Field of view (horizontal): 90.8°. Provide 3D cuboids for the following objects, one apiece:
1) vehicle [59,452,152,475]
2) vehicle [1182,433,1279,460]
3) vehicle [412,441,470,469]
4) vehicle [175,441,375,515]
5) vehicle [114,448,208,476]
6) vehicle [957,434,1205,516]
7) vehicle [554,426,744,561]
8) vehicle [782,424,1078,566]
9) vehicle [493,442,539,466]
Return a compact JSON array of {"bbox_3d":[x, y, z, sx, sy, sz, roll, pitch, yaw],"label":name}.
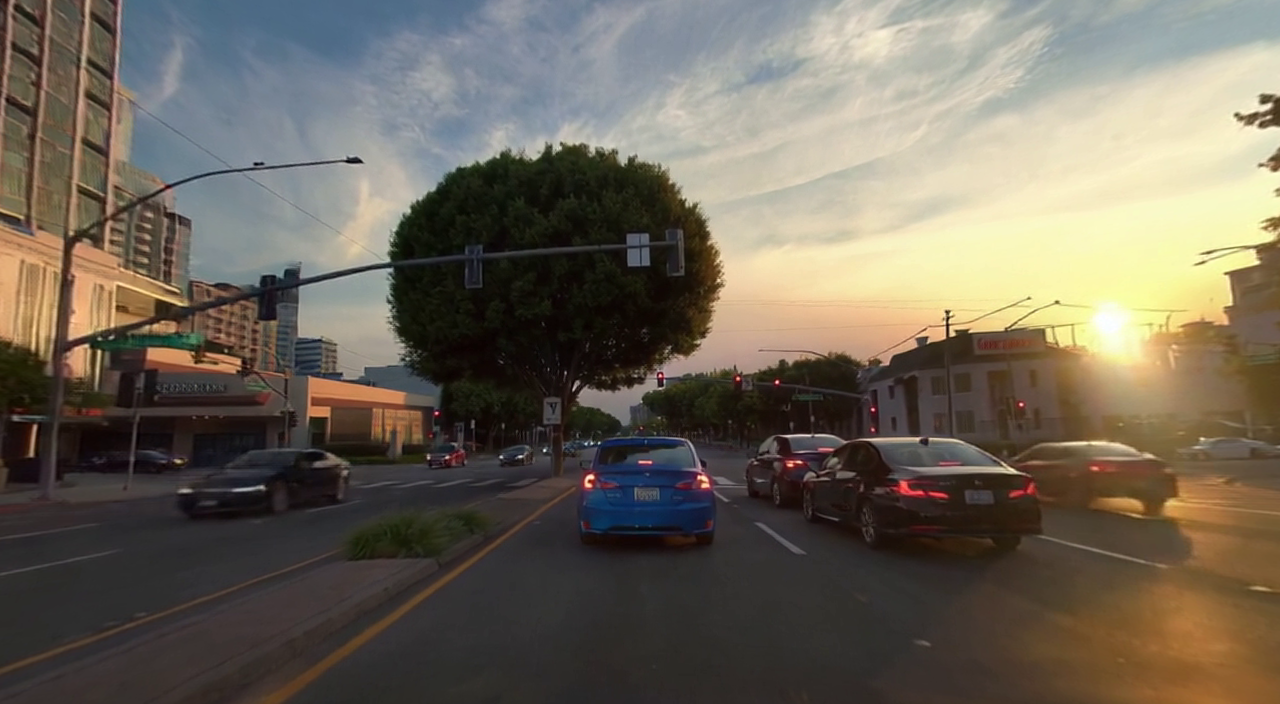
[{"bbox_3d":[-36.390,7.592,43.138,4.423,1.470,1.877,1,-9,-7],"label":"vehicle"},{"bbox_3d":[35.175,5.596,37.472,4.190,1.535,1.998,0,-9,-1],"label":"vehicle"},{"bbox_3d":[-12.594,6.555,40.324,2.166,1.659,4.654,0,-9,1],"label":"vehicle"},{"bbox_3d":[-8.470,2.942,15.307,2.004,1.476,4.671,0,-9,1],"label":"vehicle"},{"bbox_3d":[-26.705,6.138,35.311,3.657,1.528,1.783,1,-9,-4],"label":"vehicle"},{"bbox_3d":[9.214,2.585,13.816,2.086,1.483,4.408,0,-9,-3],"label":"vehicle"},{"bbox_3d":[0.074,1.870,9.026,2.087,1.468,4.014,0,-9,-1],"label":"vehicle"},{"bbox_3d":[3.595,1.869,9.028,2.018,1.491,4.544,0,-9,-1],"label":"vehicle"},{"bbox_3d":[-8.277,6.825,42.448,2.090,1.475,4.616,0,-9,1],"label":"vehicle"}]
